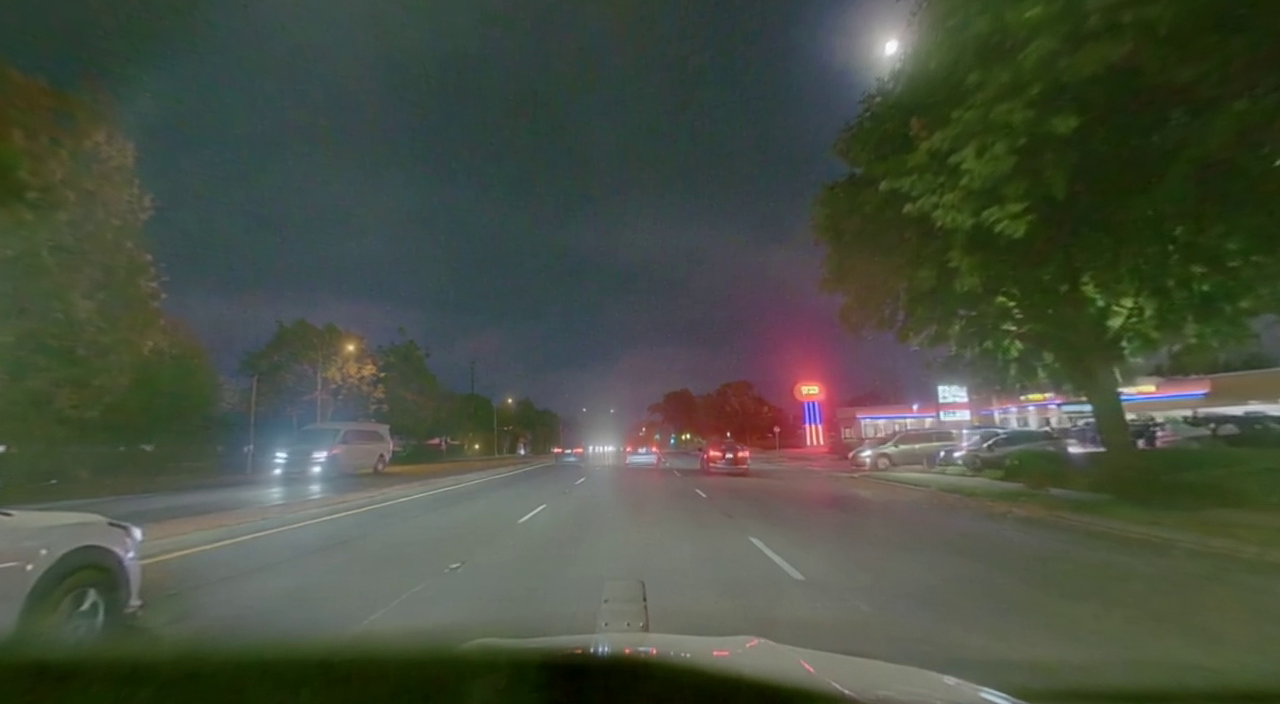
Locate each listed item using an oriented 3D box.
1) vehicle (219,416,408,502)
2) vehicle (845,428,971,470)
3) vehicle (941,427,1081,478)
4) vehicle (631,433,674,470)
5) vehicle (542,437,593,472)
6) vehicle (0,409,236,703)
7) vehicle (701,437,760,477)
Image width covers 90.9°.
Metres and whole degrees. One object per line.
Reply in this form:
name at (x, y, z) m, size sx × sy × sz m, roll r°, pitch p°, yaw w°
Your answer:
vehicle at (-9.134, 3.059, 18.502) m, size 2.328 × 2.093 × 5.956 m, roll 0°, pitch -8°, yaw 0°
vehicle at (11.725, 4.227, 27.625) m, size 4.808 × 1.712 × 2.061 m, roll -4°, pitch -10°, yaw 29°
vehicle at (11.991, 3.297, 20.822) m, size 1.959 × 1.472 × 4.473 m, roll 0°, pitch -8°, yaw 1°
vehicle at (0.625, 5.304, 33.754) m, size 2.193 × 1.873 × 4.033 m, roll 0°, pitch -8°, yaw 0°
vehicle at (-3.620, 5.231, 32.303) m, size 2.026 × 1.665 × 4.193 m, roll 0°, pitch -8°, yaw 1°
vehicle at (-4.008, 0.940, 2.479) m, size 1.908 × 1.481 × 4.351 m, roll 0°, pitch -8°, yaw 0°
vehicle at (3.788, 4.446, 26.947) m, size 1.922 × 1.579 × 3.642 m, roll 0°, pitch -8°, yaw -1°
